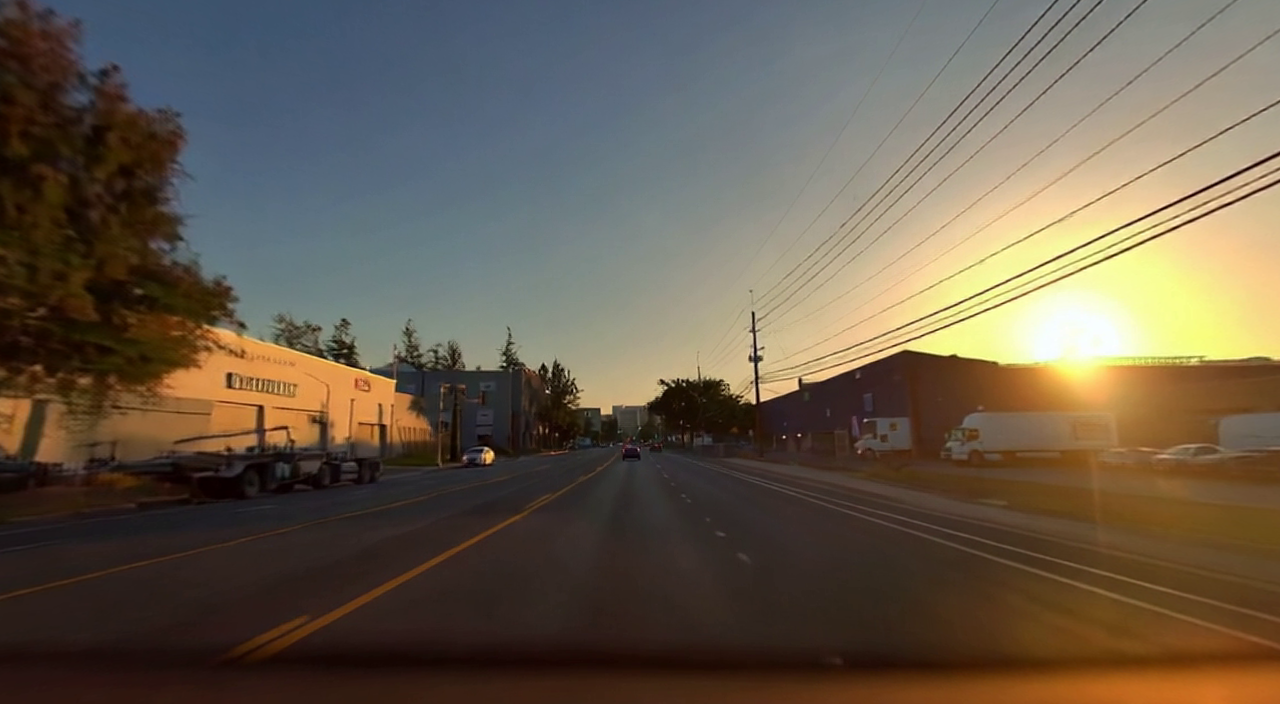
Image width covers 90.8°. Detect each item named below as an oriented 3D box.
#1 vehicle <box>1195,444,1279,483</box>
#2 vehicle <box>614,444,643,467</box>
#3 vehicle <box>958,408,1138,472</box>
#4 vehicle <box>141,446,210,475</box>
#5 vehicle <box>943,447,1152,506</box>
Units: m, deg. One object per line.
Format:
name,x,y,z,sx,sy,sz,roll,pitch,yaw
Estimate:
vehicle,25.554,4.583,26.029,3.575,1.521,1.803,-1,-9,1
vehicle,-0.802,7.395,45.220,1.937,1.588,3.746,0,-9,0
vehicle,24.644,5.389,38.495,8.701,3.665,2.906,-1,-9,1
vehicle,-31.603,7.346,42.918,4.992,1.876,2.169,-6,-11,35
vehicle,11.760,3.594,18.488,4.758,1.496,1.871,-2,-9,-1
